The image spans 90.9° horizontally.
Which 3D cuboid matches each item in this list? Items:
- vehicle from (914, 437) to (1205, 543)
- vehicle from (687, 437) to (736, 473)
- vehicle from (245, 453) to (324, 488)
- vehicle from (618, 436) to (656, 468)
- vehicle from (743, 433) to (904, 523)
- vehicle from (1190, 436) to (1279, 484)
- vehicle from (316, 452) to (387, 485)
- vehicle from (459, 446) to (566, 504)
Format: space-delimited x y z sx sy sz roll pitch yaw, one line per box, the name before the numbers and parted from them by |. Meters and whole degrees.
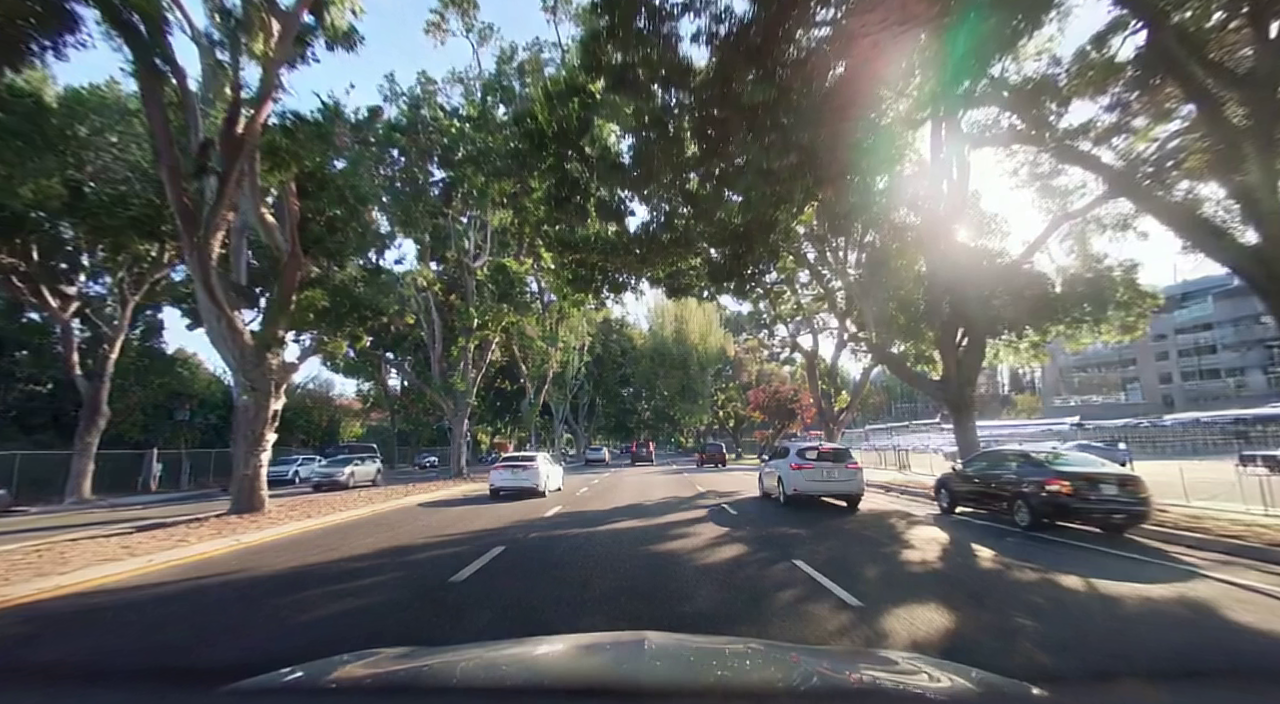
vehicle | 6.827 2.260 11.045 2.035 1.449 4.427 0 -9 0
vehicle | 3.666 5.371 33.018 1.980 1.709 4.367 0 -9 -1
vehicle | -22.492 7.459 40.184 2.257 1.909 5.115 -1 -8 -3
vehicle | -0.195 6.333 39.964 2.247 1.882 4.603 0 -9 0
vehicle | 3.423 2.428 12.702 1.919 1.502 4.232 0 -9 0
vehicle | 23.383 4.179 24.644 4.414 1.701 1.978 7 -11 -39
vehicle | -15.982 6.456 35.205 1.918 1.692 4.338 0 -9 0
vehicle | -3.230 3.198 16.837 2.013 1.354 3.908 0 -9 0
